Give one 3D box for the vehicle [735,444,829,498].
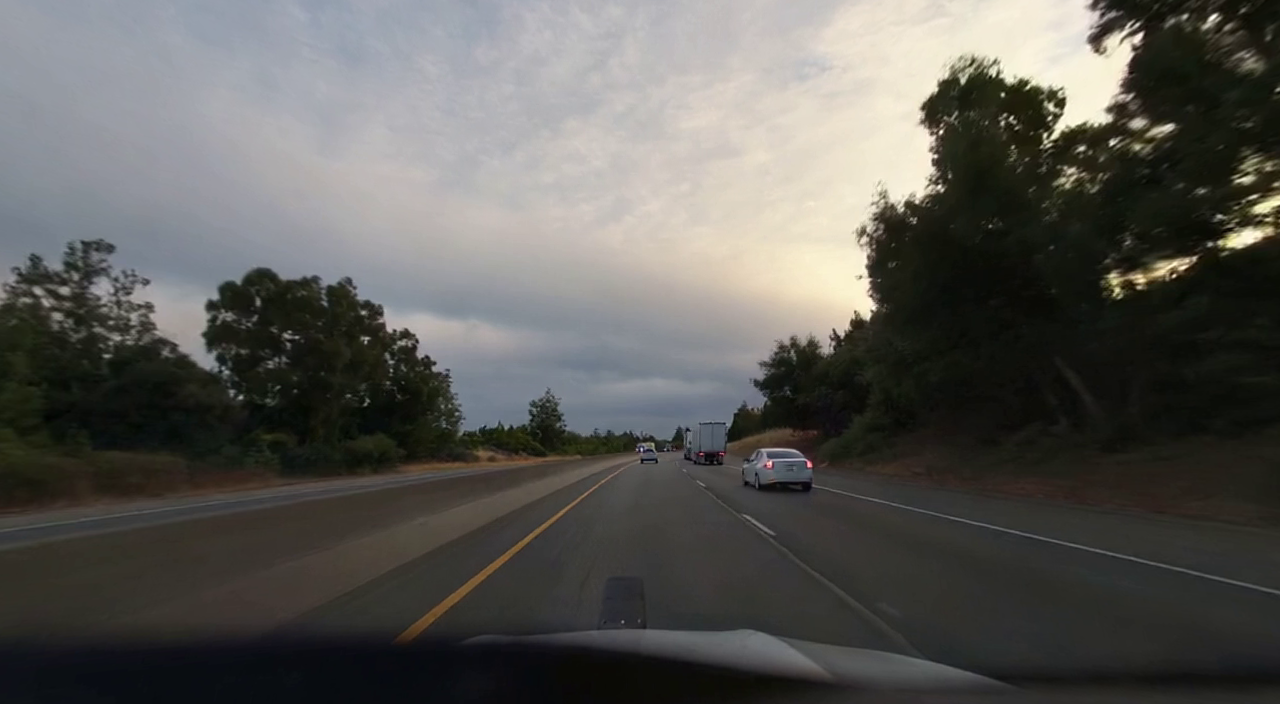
[{"bbox_3d":[4.205,3.587,19.354,1.893,1.442,4.039,0,-9,-1],"label":"vehicle"}]
